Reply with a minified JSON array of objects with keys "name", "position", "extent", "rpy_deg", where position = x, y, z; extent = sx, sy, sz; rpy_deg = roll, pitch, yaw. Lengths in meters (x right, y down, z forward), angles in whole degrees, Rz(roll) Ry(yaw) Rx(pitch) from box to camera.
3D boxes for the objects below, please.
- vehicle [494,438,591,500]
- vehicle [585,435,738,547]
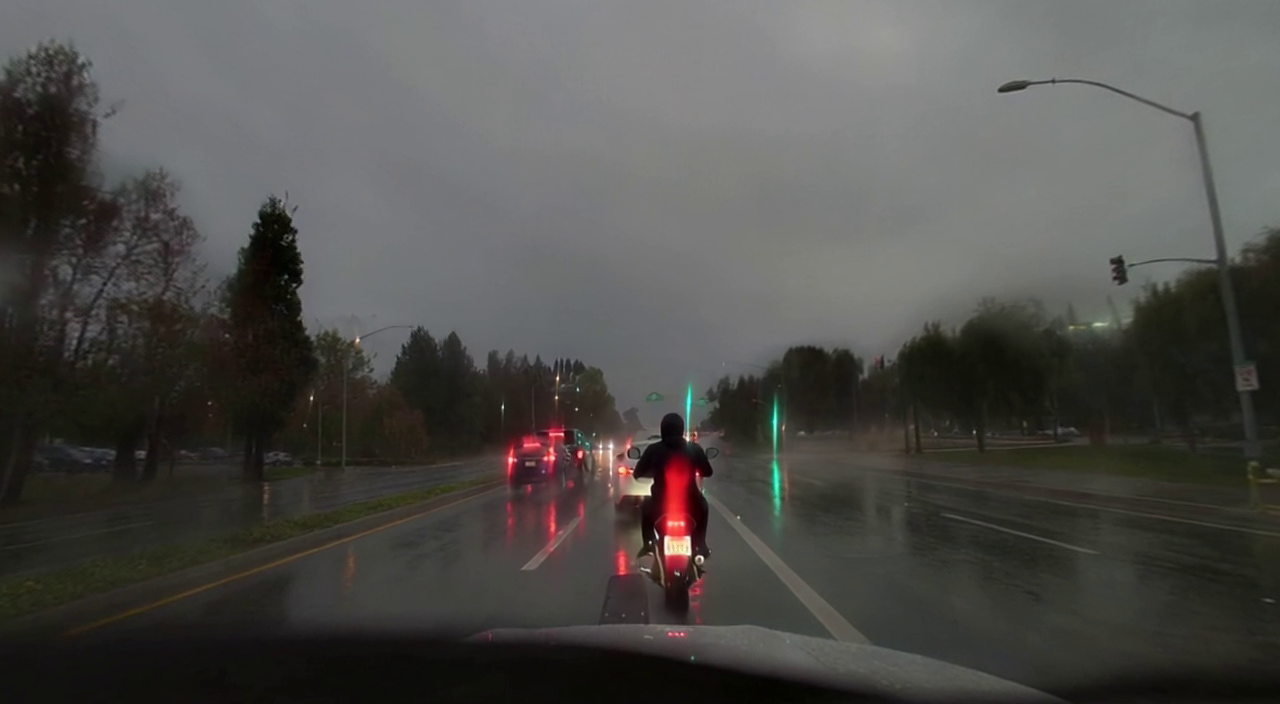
[{"name":"vehicle","position":[-2.556,3.176,17.501],"extent":[1.979,1.499,3.840],"rpy_deg":[-1,-8,2]},{"name":"vehicle","position":[0.330,2.175,10.680],"extent":[2.009,1.450,4.608],"rpy_deg":[-1,-8,1]}]
